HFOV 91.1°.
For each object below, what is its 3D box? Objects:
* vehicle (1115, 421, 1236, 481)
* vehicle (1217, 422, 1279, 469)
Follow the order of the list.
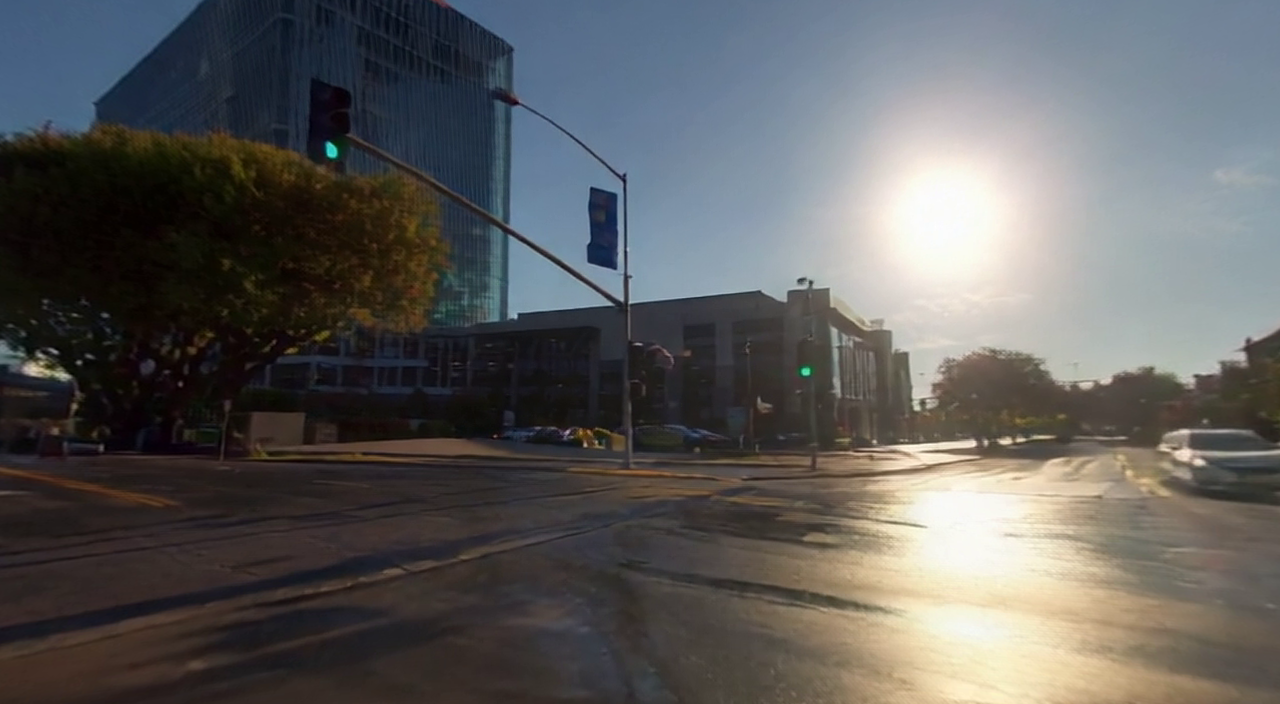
[{"bbox_3d":[15.467,2.881,18.407,2.068,1.486,4.664,-6,-10,33],"label":"vehicle"},{"bbox_3d":[21.470,3.166,21.288,1.973,1.456,4.287,-6,-10,32],"label":"vehicle"}]
